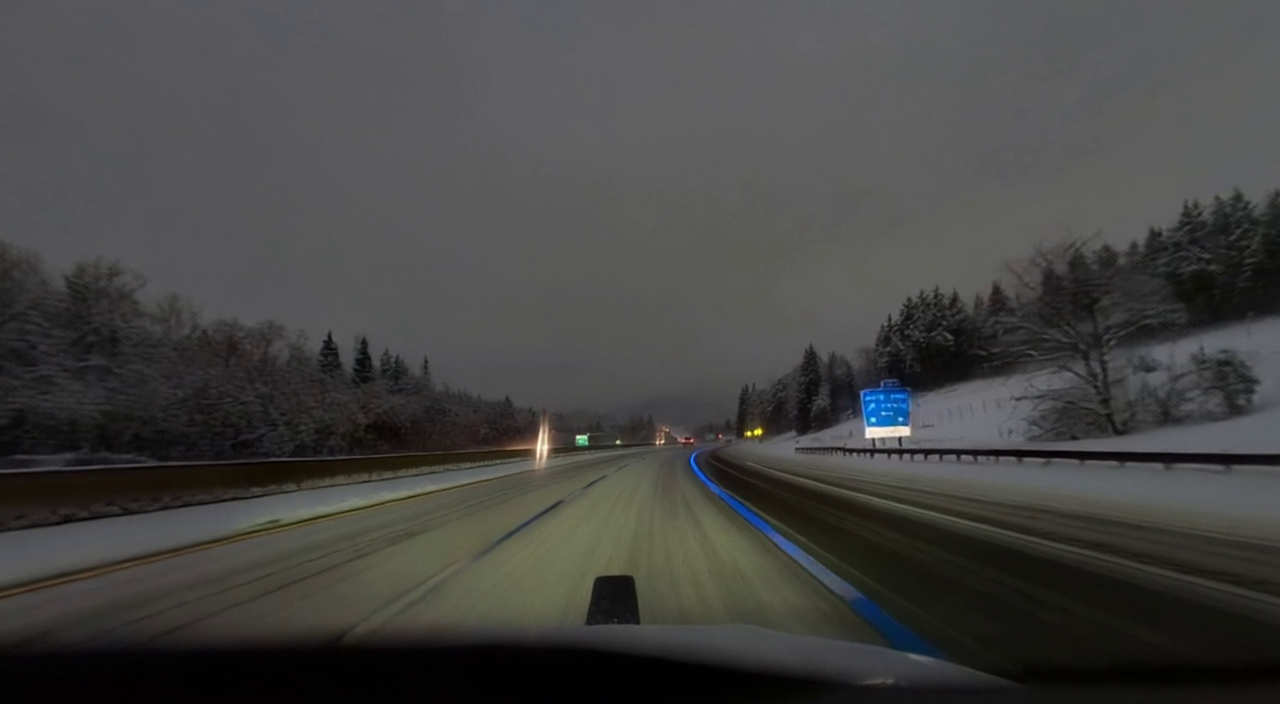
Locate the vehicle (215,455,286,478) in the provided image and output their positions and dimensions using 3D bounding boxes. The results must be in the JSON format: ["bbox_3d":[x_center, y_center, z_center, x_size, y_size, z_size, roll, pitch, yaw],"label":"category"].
[{"bbox_3d":[-28.161,8.268,45.691,2.024,1.472,4.537,-1,-8,4],"label":"vehicle"}]
